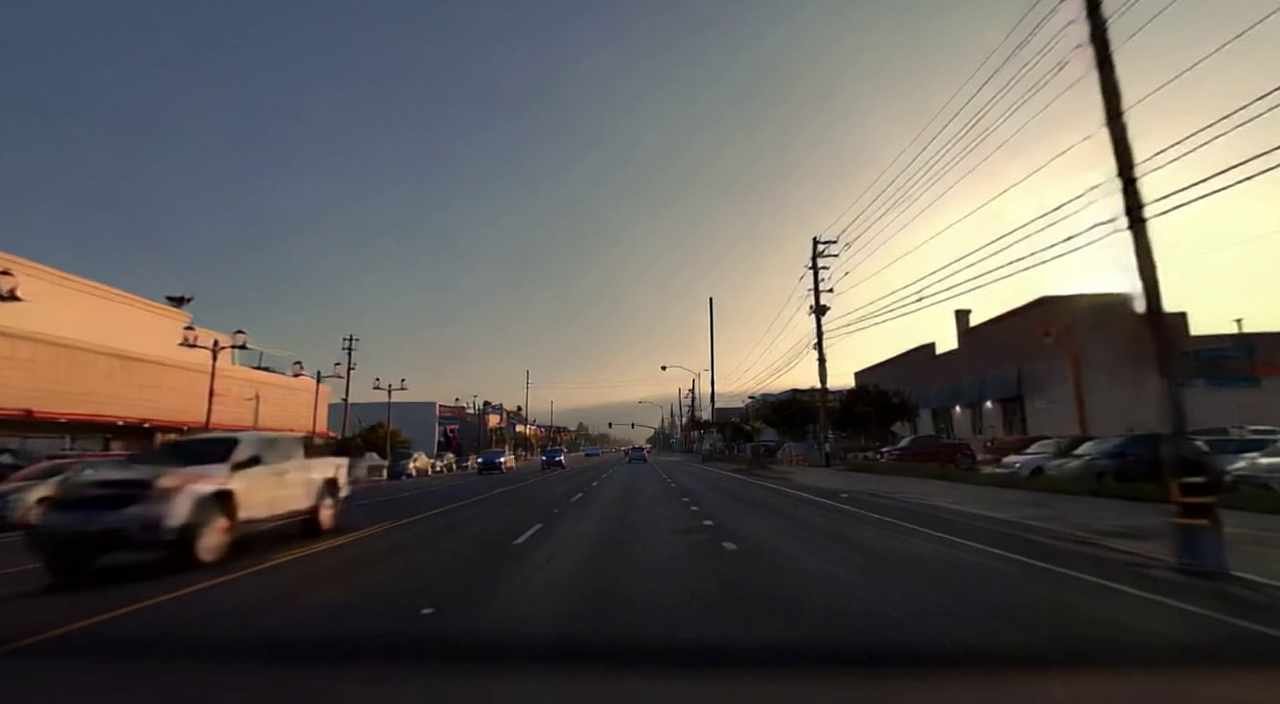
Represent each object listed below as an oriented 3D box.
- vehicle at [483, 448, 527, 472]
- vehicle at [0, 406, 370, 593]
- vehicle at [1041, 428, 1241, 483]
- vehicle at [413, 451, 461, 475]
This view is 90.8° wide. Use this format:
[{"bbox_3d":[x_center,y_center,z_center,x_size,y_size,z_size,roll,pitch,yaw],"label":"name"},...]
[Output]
[{"bbox_3d":[-9.151,7.347,43.263,1.988,1.472,4.633,0,-8,1],"label":"vehicle"},{"bbox_3d":[-6.042,1.818,8.797,2.180,1.805,5.170,0,-8,1],"label":"vehicle"},{"bbox_3d":[14.827,3.046,18.899,4.300,1.431,1.937,-2,-7,0],"label":"vehicle"},{"bbox_3d":[-14.825,8.105,46.412,1.954,1.519,5.051,-1,-8,-1],"label":"vehicle"}]
